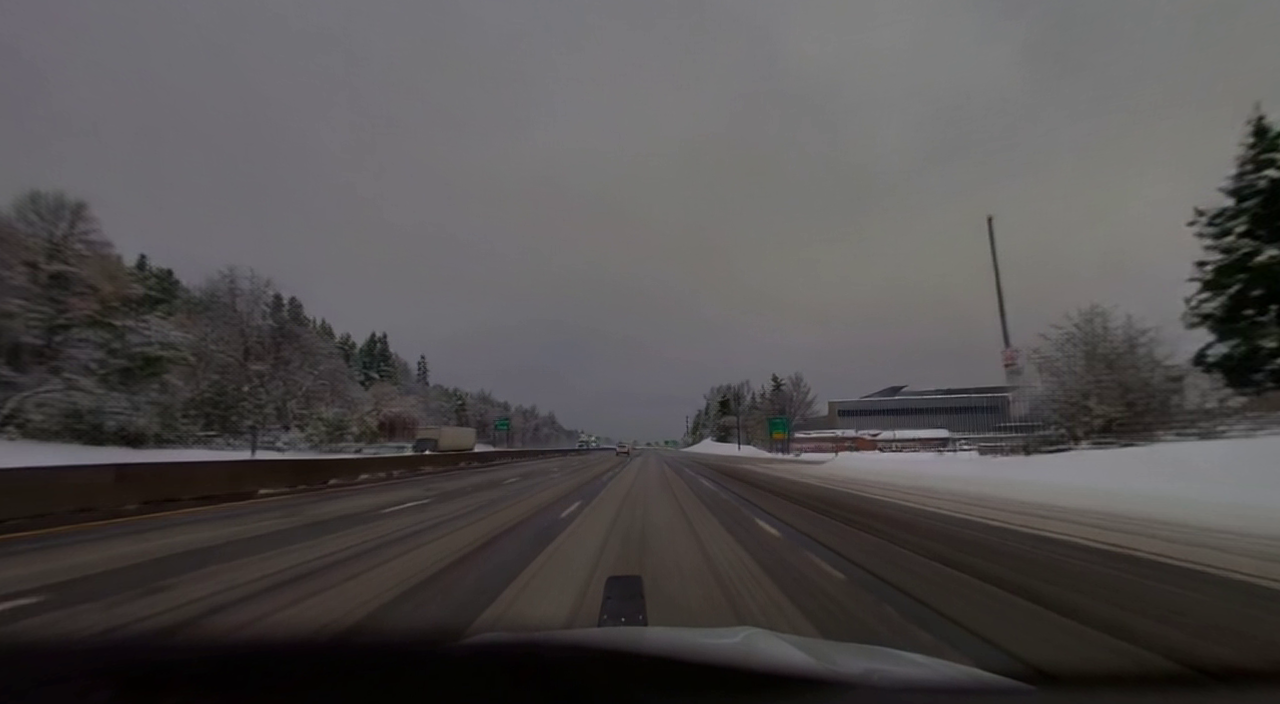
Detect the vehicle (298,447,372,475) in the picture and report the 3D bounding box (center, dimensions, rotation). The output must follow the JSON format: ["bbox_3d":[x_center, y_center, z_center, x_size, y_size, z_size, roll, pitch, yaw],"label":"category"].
[{"bbox_3d":[-18.054,6.457,37.616,2.033,1.537,4.607,0,-8,1],"label":"vehicle"}]
